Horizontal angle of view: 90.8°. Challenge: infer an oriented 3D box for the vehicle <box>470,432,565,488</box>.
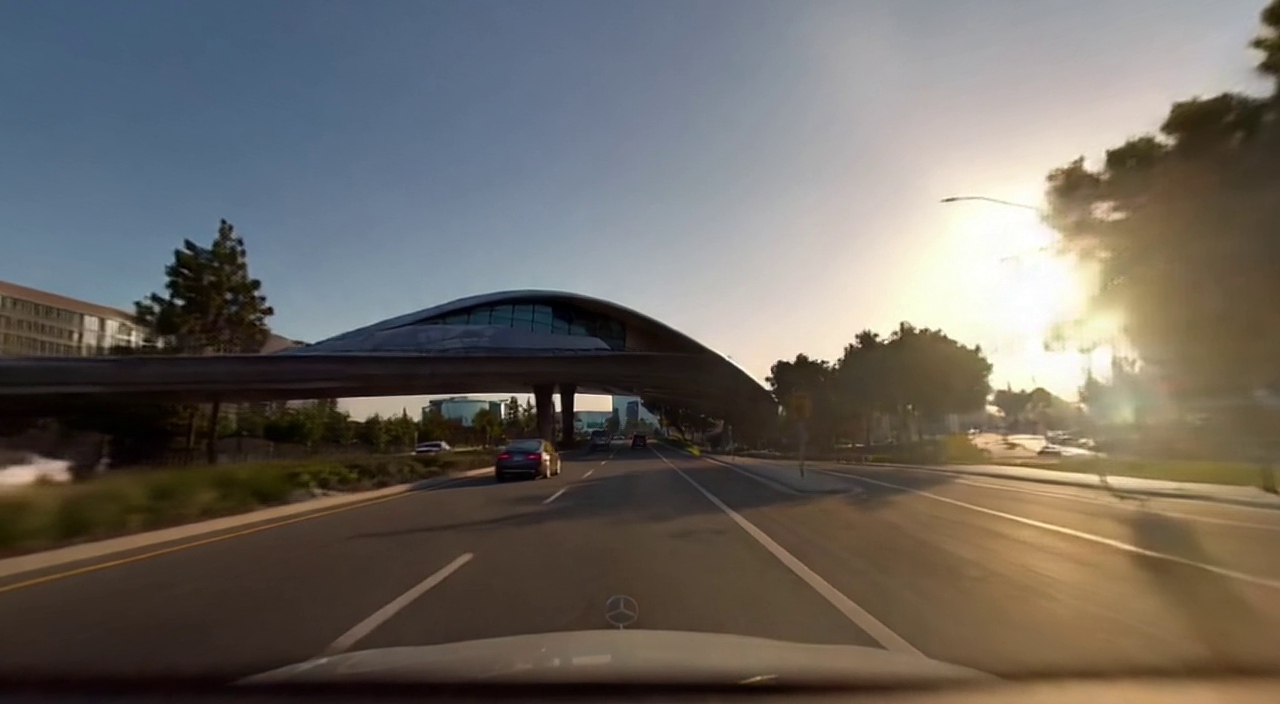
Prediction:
[{"bbox_3d":[-3.675,3.335,19.890,1.984,1.521,4.682,0,-8,1],"label":"vehicle"}]
